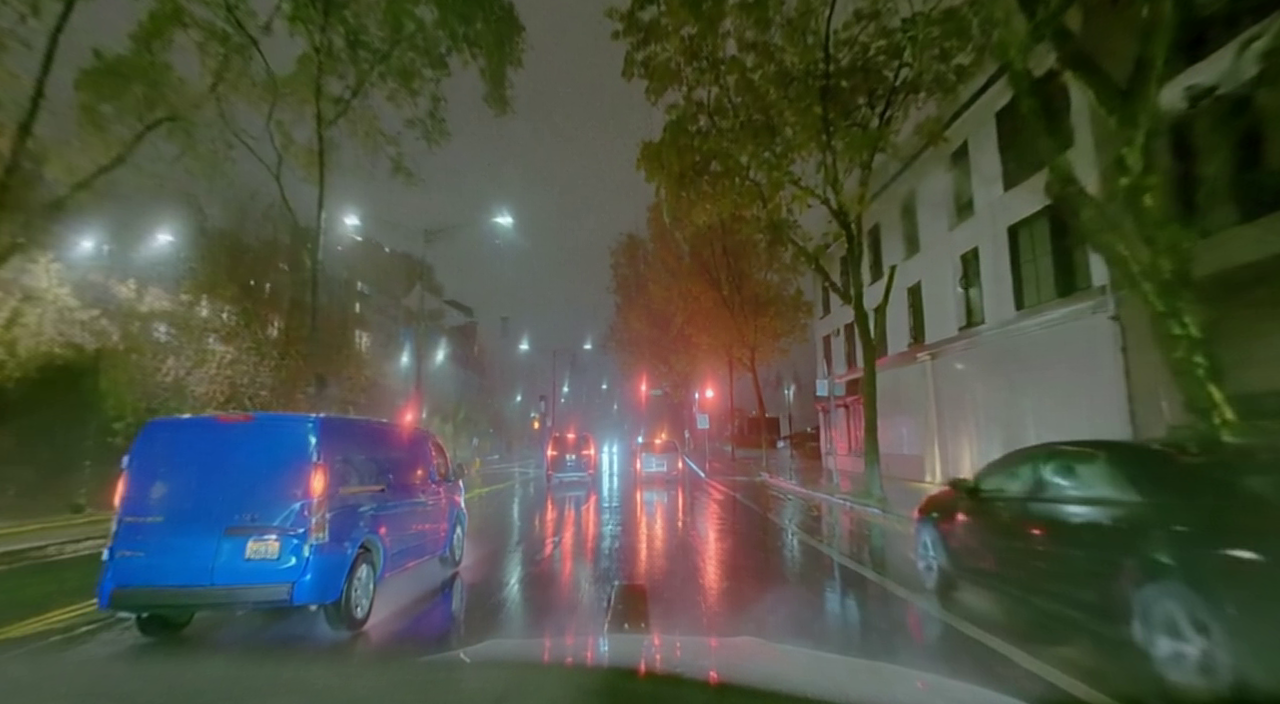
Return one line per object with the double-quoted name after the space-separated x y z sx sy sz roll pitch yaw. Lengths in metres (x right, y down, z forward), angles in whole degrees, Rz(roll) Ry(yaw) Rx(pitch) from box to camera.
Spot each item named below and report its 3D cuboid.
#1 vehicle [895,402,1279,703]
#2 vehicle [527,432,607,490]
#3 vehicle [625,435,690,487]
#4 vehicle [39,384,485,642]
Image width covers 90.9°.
3.571 1.181 4.075 2.067 1.479 4.409 0 -8 1 "vehicle"
-2.387 3.731 21.888 2.124 1.799 4.587 0 -8 2 "vehicle"
0.652 3.997 23.370 2.205 1.727 3.917 0 -8 2 "vehicle"
-3.024 1.365 6.221 1.940 1.722 3.823 0 -8 1 "vehicle"
